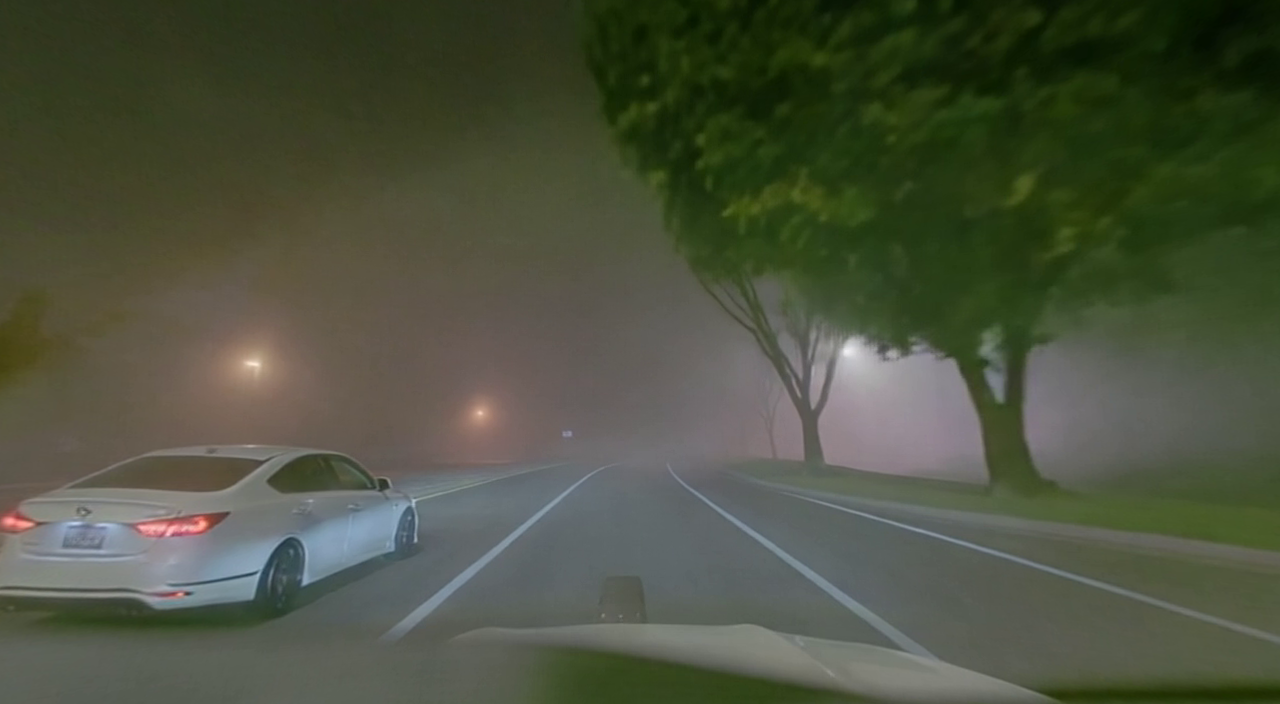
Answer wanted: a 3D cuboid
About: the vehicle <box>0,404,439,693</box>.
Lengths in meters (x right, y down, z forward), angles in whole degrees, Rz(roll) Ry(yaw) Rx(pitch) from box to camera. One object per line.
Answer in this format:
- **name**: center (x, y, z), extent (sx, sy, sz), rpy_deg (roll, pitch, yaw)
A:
- **vehicle**: center (-3.463, 1.361, 5.574), extent (1.915, 1.521, 4.283), rpy_deg (0, -8, 1)
